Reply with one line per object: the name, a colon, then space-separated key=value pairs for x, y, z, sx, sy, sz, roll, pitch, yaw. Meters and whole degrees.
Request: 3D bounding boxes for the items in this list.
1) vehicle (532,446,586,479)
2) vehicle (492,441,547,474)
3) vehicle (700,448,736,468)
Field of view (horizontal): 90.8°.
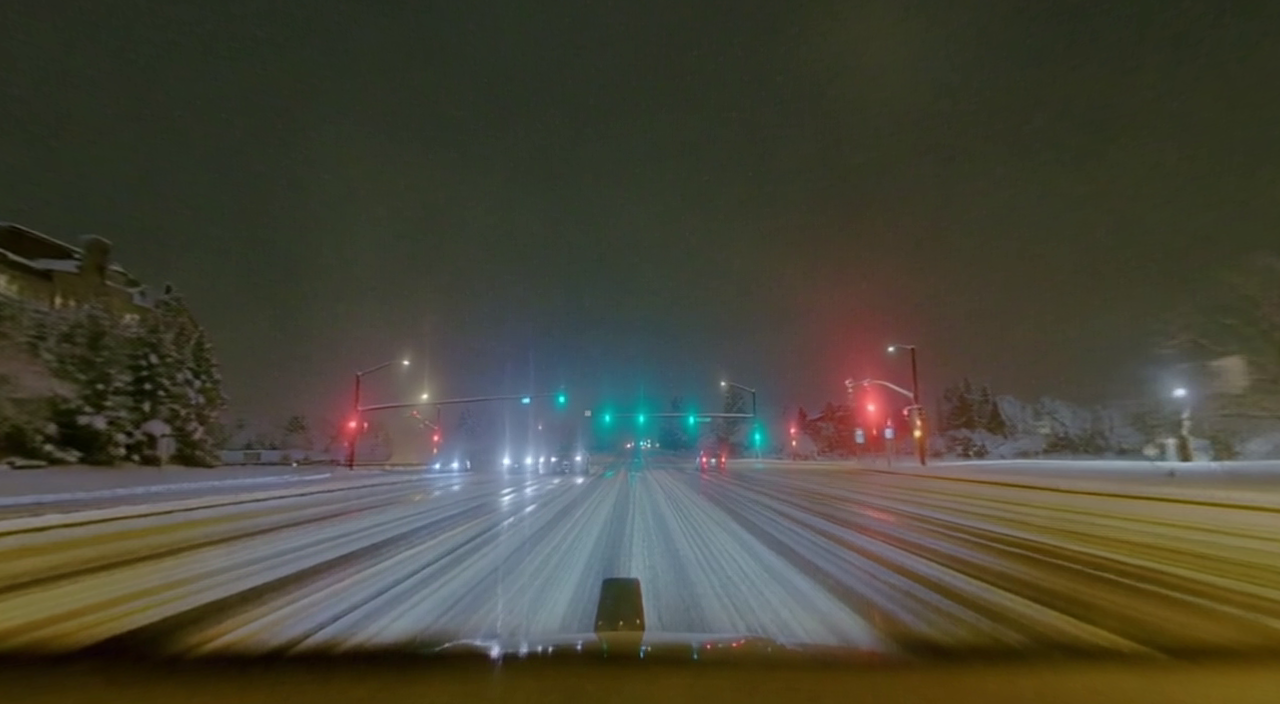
vehicle: x=-3.815 y=5.284 z=30.500 sx=2.018 sy=1.463 sz=4.603 roll=0 pitch=-9 yaw=0
vehicle: x=-7.276 y=6.429 z=38.769 sx=2.185 sy=1.810 sz=5.589 roll=0 pitch=-8 yaw=1
vehicle: x=6.094 y=8.329 z=49.900 sx=2.187 sy=1.475 sz=4.529 roll=0 pitch=-9 yaw=-2
